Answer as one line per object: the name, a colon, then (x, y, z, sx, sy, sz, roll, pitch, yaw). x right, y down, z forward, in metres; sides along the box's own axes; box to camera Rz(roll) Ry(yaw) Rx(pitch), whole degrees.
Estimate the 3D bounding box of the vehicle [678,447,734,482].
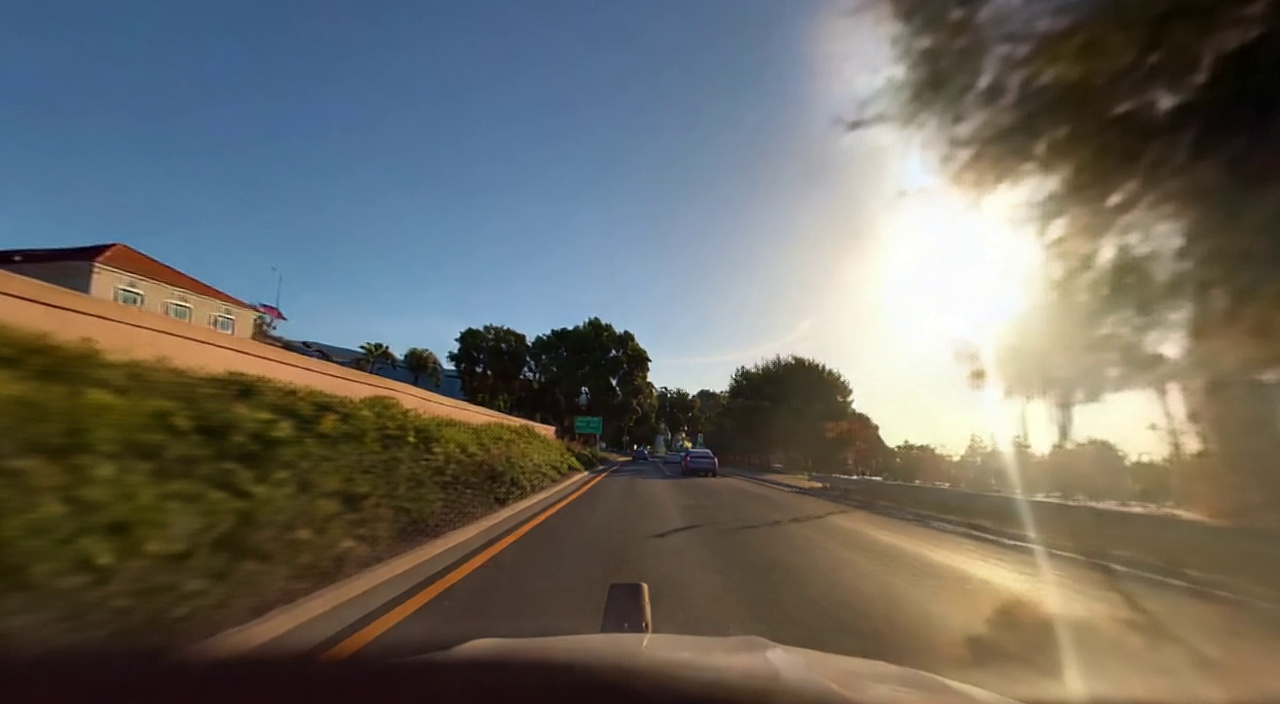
vehicle: (2.972, 5.182, 29.404, 1.956, 1.473, 4.640, 0, -9, -2)
